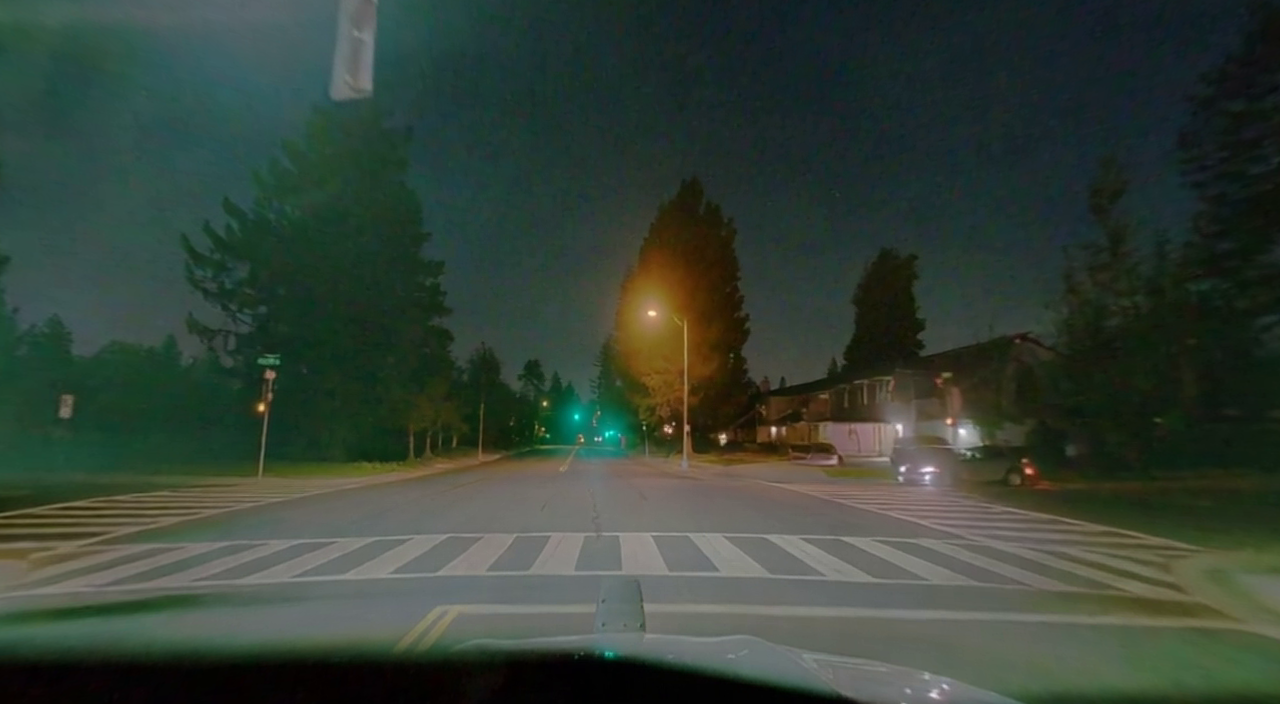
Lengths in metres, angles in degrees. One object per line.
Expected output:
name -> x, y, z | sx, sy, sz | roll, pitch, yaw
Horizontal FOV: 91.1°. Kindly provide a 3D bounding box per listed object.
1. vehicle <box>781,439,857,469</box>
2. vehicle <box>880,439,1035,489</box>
vehicle -> 8.603, 4.871, 30.192 | 3.191, 1.365, 1.458 | -5, -9, 33
vehicle -> 11.086, 3.920, 22.190 | 4.448, 1.637, 1.881 | 0, -8, 3
